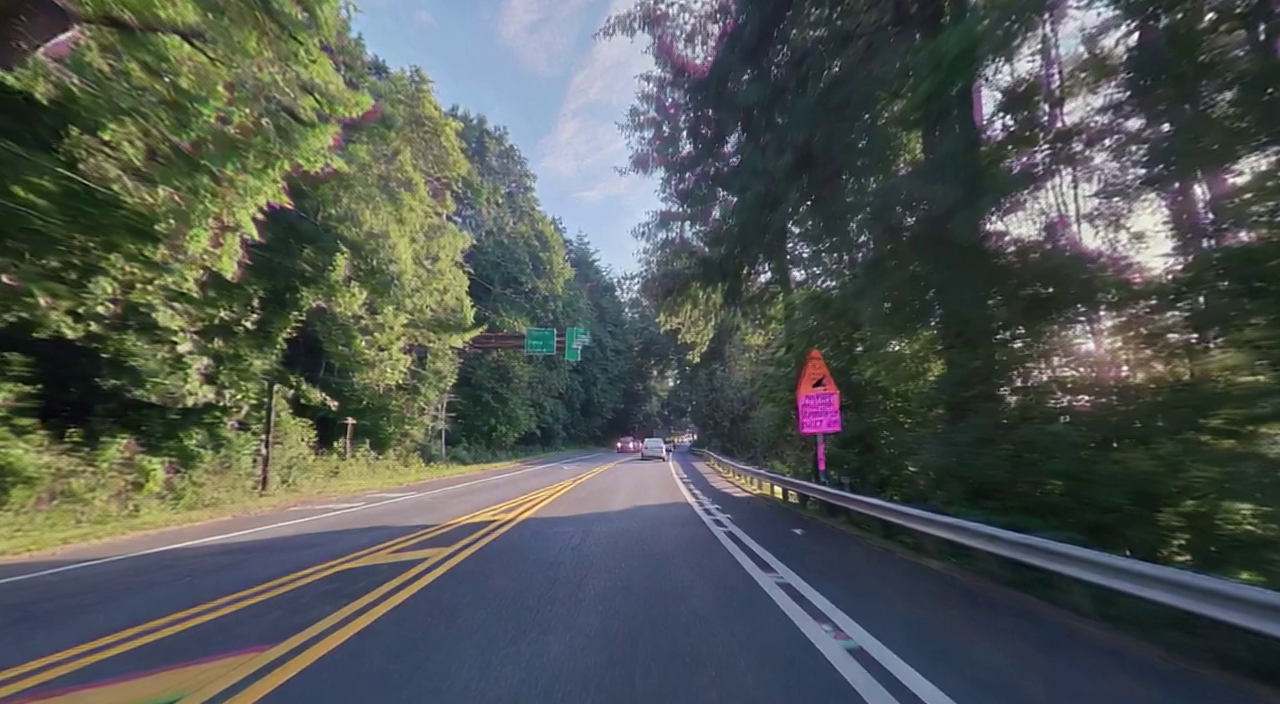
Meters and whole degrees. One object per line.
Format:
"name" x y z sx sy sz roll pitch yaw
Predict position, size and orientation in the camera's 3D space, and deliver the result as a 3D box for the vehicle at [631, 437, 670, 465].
"vehicle" 0.605 5.545 35.507 2.067 1.486 3.861 -1 -9 2
